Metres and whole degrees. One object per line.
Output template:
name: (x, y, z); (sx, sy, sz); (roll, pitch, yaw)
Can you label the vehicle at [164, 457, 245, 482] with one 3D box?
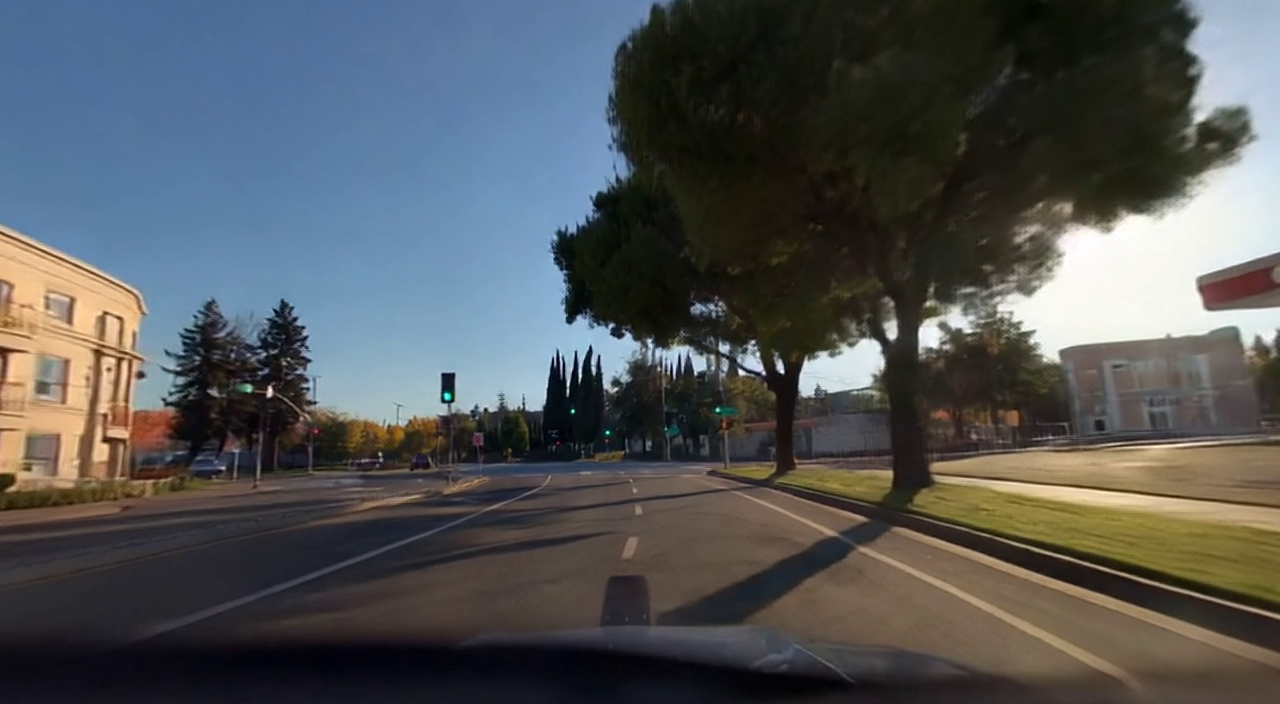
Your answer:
vehicle: (-31.862, 8.562, 46.162); (4.559, 1.608, 1.961); (-2, -8, 5)
